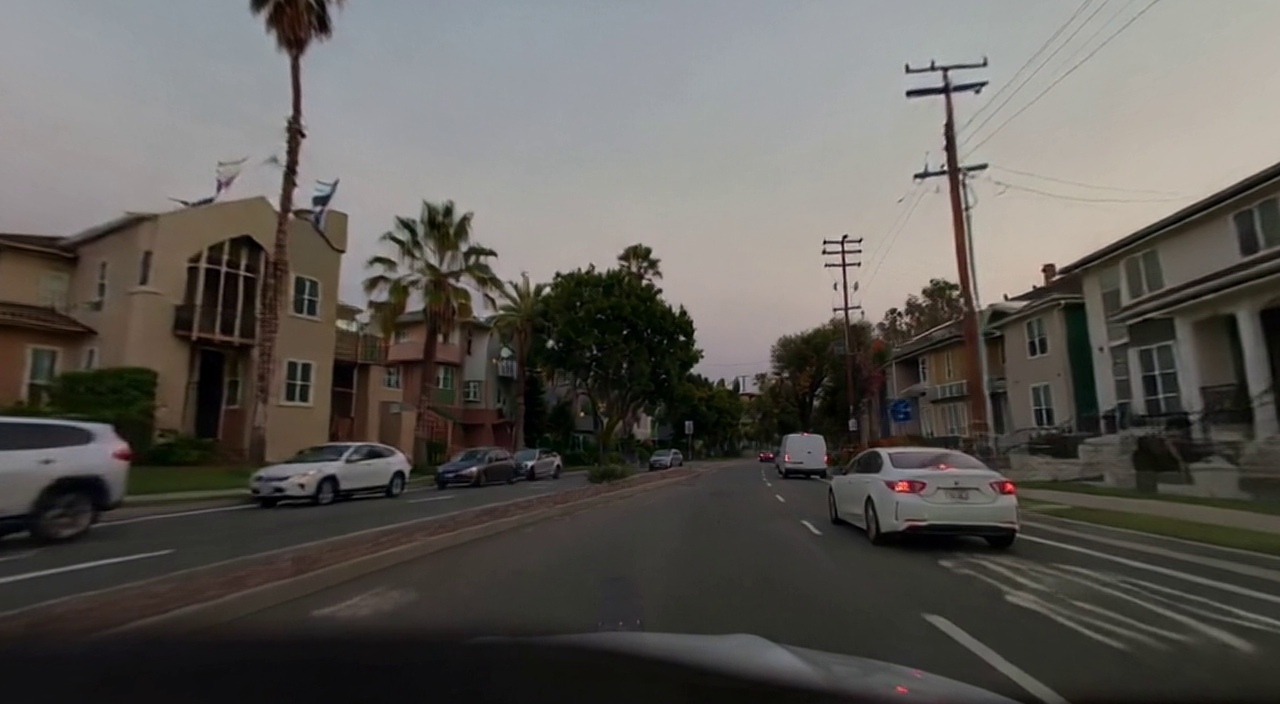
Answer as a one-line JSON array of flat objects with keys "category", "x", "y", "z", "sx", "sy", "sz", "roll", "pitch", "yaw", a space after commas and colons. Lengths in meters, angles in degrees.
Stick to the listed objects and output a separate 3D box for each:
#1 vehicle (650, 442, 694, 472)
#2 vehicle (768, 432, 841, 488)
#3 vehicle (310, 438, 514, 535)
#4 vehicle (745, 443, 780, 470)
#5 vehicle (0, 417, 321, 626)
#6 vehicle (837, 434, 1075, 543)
[{"category": "vehicle", "x": 2.470, "y": 7.852, "z": 47.544, "sx": 2.069, "sy": 1.820, "sz": 4.388, "roll": -6, "pitch": -7, "yaw": 19}, {"category": "vehicle", "x": 6.410, "y": 4.244, "z": 25.194, "sx": 2.109, "sy": 2.002, "sz": 4.424, "roll": -1, "pitch": -9, "yaw": 6}, {"category": "vehicle", "x": -4.545, "y": 2.712, "z": 13.529, "sx": 2.081, "sy": 1.453, "sz": 4.698, "roll": -4, "pitch": -6, "yaw": 9}, {"category": "vehicle", "x": 7.804, "y": 6.601, "z": 40.031, "sx": 1.923, "sy": 1.576, "sz": 4.026, "roll": -2, "pitch": -9, "yaw": 13}, {"category": "vehicle", "x": -5.355, "y": 1.486, "z": 6.158, "sx": 1.852, "sy": 1.498, "sz": 4.238, "roll": -4, "pitch": -8, "yaw": 9}, {"category": "vehicle", "x": 5.284, "y": 2.326, "z": 11.467, "sx": 2.096, "sy": 1.552, "sz": 4.519, "roll": 0, "pitch": -9, "yaw": 2}]
